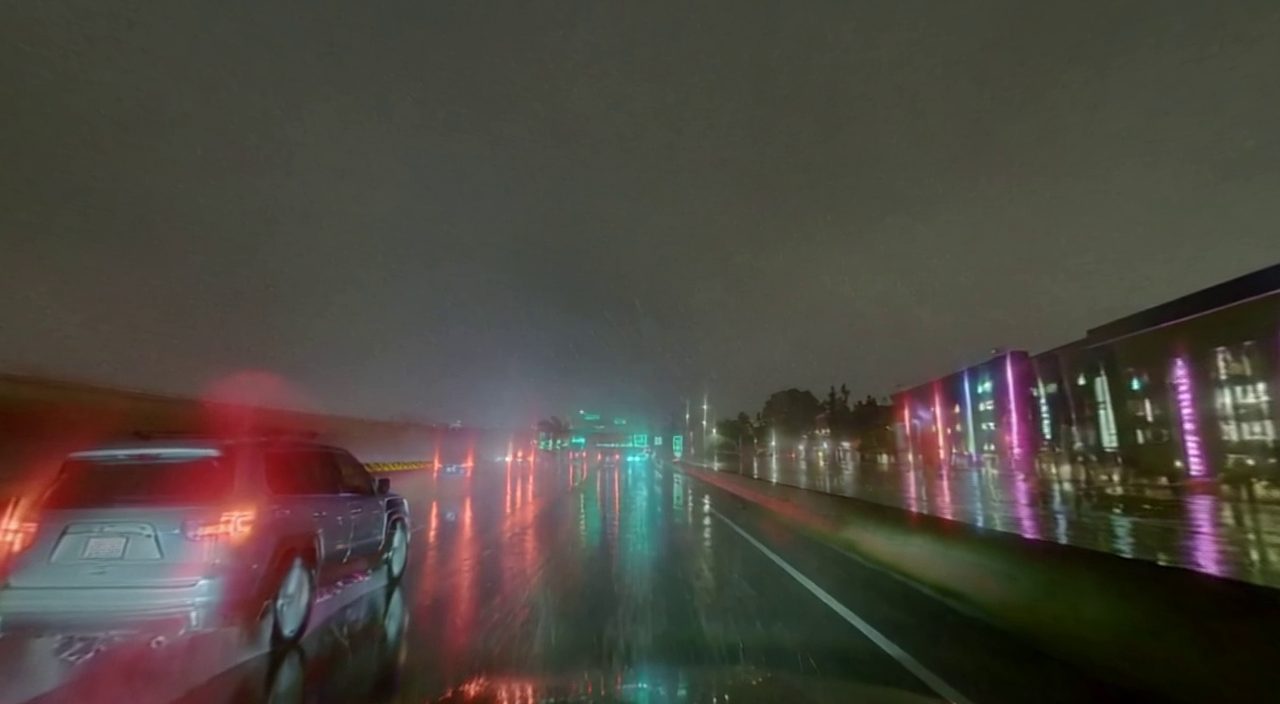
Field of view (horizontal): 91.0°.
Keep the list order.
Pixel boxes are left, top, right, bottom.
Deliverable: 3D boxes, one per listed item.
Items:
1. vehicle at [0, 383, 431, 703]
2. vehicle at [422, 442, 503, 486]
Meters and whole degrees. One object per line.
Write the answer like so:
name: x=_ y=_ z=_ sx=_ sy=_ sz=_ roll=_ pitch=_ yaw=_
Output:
vehicle: x=-3.603 y=1.354 z=5.352 sx=2.036 sy=1.717 sz=4.592 roll=0 pitch=-9 yaw=0
vehicle: x=-7.261 y=4.632 z=26.328 sx=2.075 sy=1.642 sz=4.638 roll=0 pitch=-9 yaw=-1
